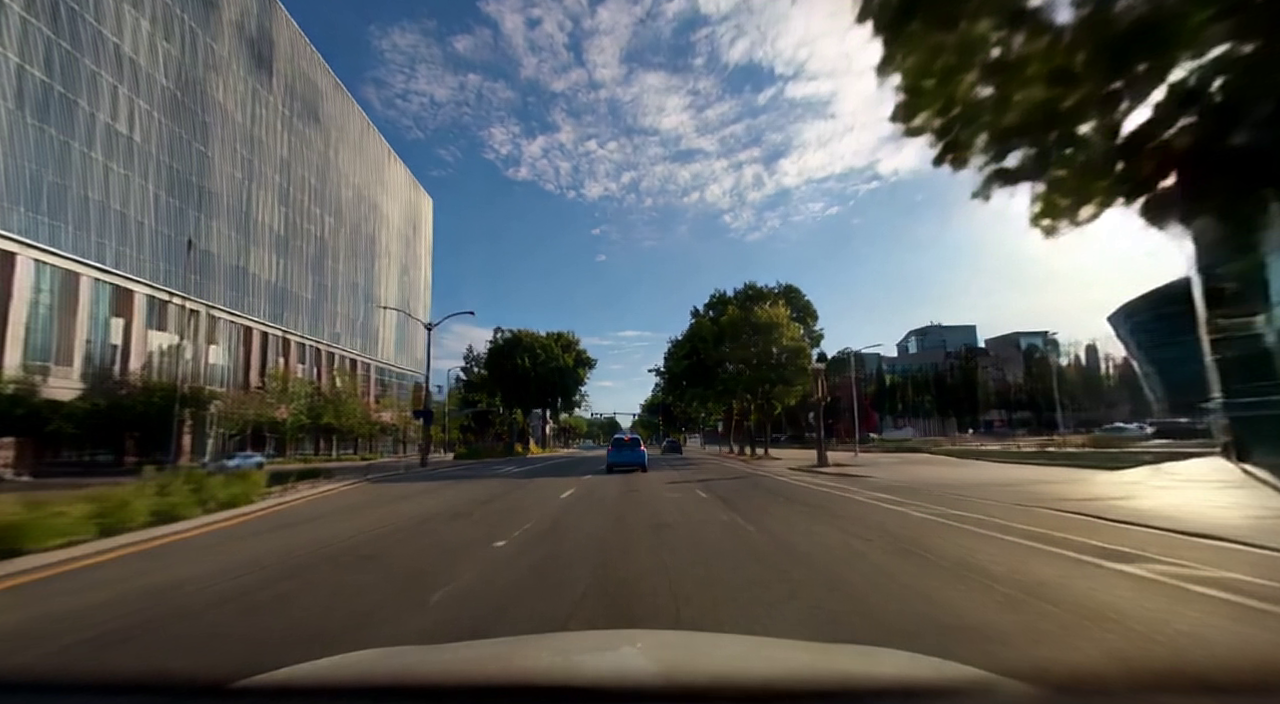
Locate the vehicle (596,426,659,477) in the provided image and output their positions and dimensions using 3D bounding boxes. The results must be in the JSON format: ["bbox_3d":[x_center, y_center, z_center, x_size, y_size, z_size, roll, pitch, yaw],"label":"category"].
[{"bbox_3d":[-0.478,3.992,25.485,2.313,1.860,4.319,0,-8,-1],"label":"vehicle"}]

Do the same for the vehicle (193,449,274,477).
[{"bbox_3d":[-23.639,6.466,36.931,1.867,1.469,4.243,-1,-9,0],"label":"vehicle"}]
